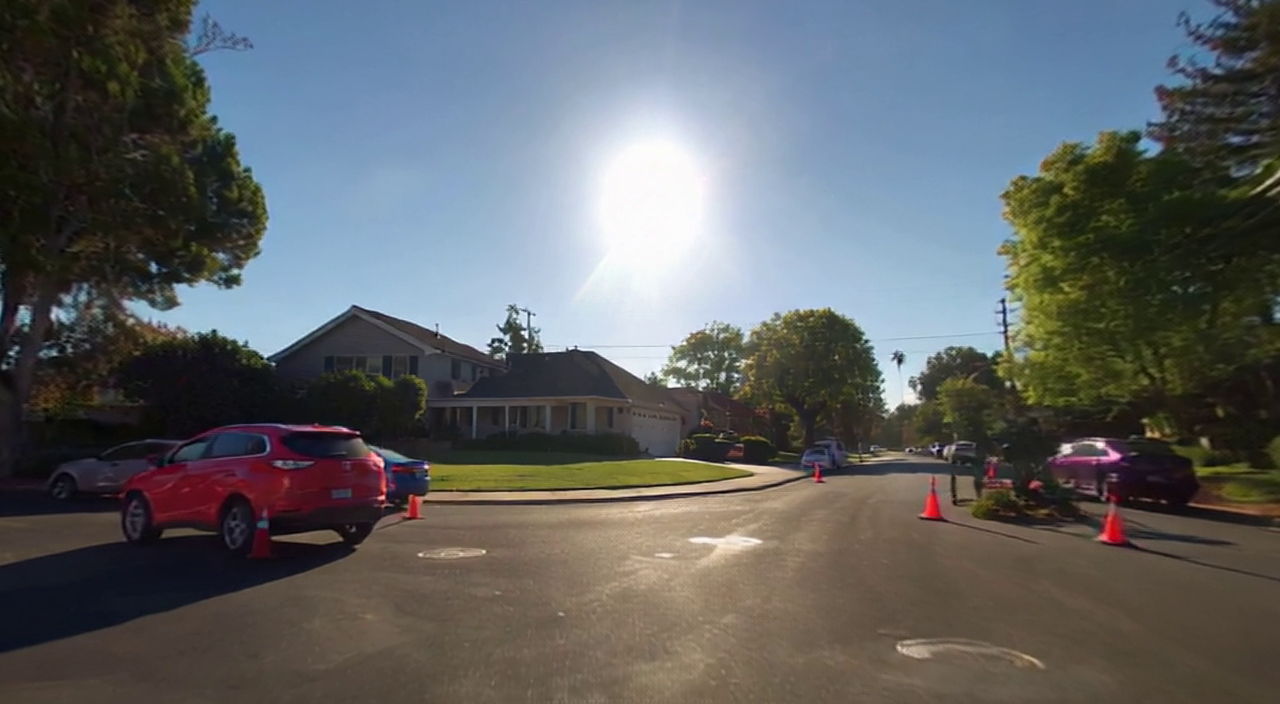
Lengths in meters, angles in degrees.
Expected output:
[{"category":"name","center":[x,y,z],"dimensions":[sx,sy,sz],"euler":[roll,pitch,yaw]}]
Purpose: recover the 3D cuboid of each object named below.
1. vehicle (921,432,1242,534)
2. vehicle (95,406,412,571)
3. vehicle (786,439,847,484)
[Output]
[{"category":"vehicle","center":[8.045,2.333,11.768],"dimensions":[4.656,1.577,2.099],"euler":[1,-8,-10]},{"category":"vehicle","center":[-5.544,1.785,8.997],"dimensions":[4.094,1.748,2.350],"euler":[-6,-10,36]},{"category":"vehicle","center":[7.686,4.656,27.207],"dimensions":[2.014,1.742,4.297],"euler":[-3,-9,22]}]
